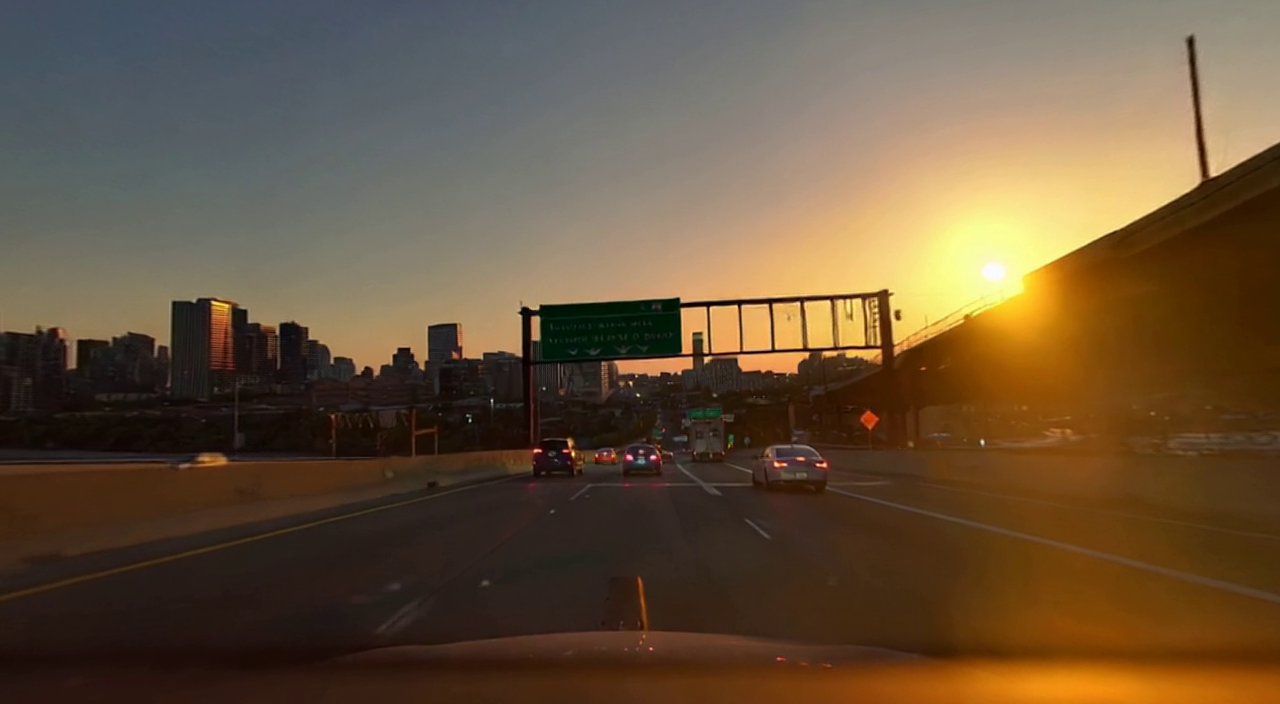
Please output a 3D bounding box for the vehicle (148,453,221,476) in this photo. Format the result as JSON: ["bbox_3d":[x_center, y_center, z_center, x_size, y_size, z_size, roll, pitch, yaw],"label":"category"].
[{"bbox_3d":[-32.371,7.983,44.884,1.772,1.487,4.348,0,-9,3],"label":"vehicle"}]

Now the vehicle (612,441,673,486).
[{"bbox_3d":[0.156,4.142,23.719,2.089,1.493,3.964,0,-8,2],"label":"vehicle"}]

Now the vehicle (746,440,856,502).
[{"bbox_3d":[4.263,3.204,17.380,1.974,1.490,3.994,0,-9,0],"label":"vehicle"}]

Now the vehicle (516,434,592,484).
[{"bbox_3d":[-3.333,4.248,25.354,2.142,1.819,4.648,0,-9,3],"label":"vehicle"}]
